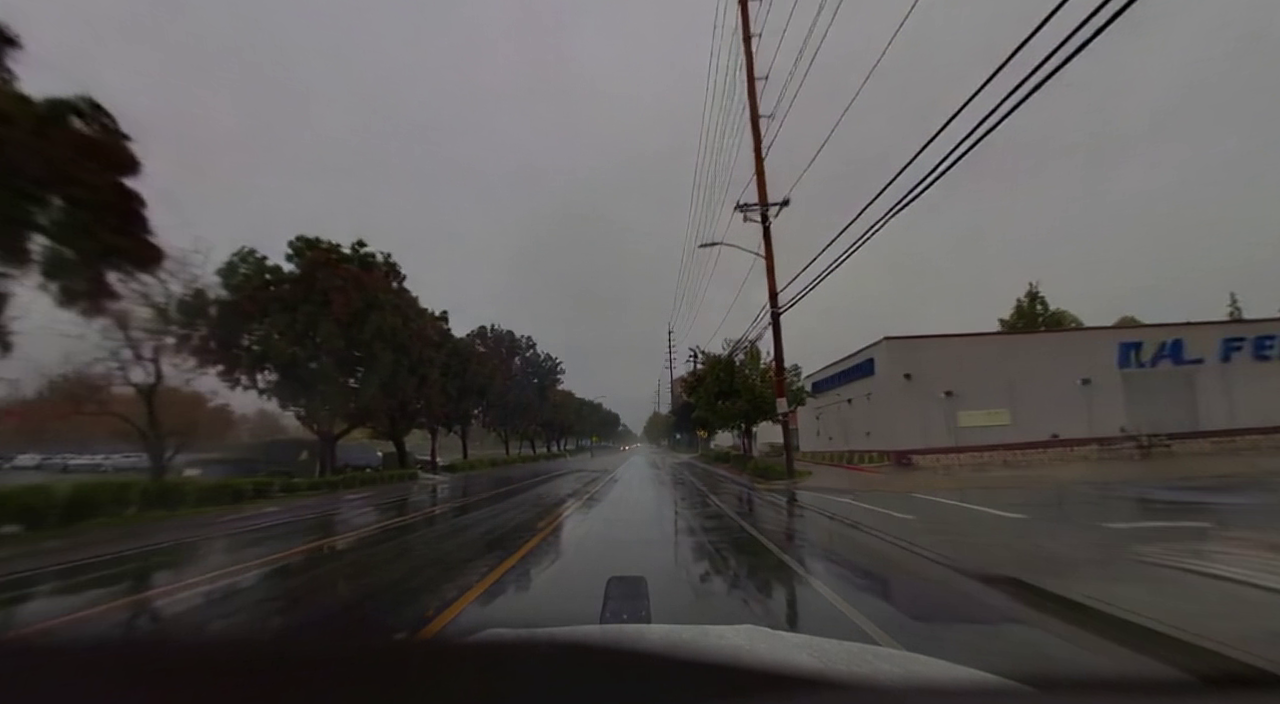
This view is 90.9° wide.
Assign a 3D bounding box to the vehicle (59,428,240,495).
[{"bbox_3d":[-22.009,4.850,28.848,2.753,2.286,6.659,-8,-7,3],"label":"vehicle"}]

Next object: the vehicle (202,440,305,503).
[{"bbox_3d":[-16.646,5.107,27.388,1.972,1.891,3.936,0,1,2],"label":"vehicle"}]

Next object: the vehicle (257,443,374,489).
[{"bbox_3d":[-14.120,4.962,27.892,1.949,1.735,5.568,-2,-8,4],"label":"vehicle"}]

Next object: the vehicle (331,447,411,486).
[{"bbox_3d":[-14.118,6.024,33.474,2.053,1.772,5.189,-3,-9,0],"label":"vehicle"}]
